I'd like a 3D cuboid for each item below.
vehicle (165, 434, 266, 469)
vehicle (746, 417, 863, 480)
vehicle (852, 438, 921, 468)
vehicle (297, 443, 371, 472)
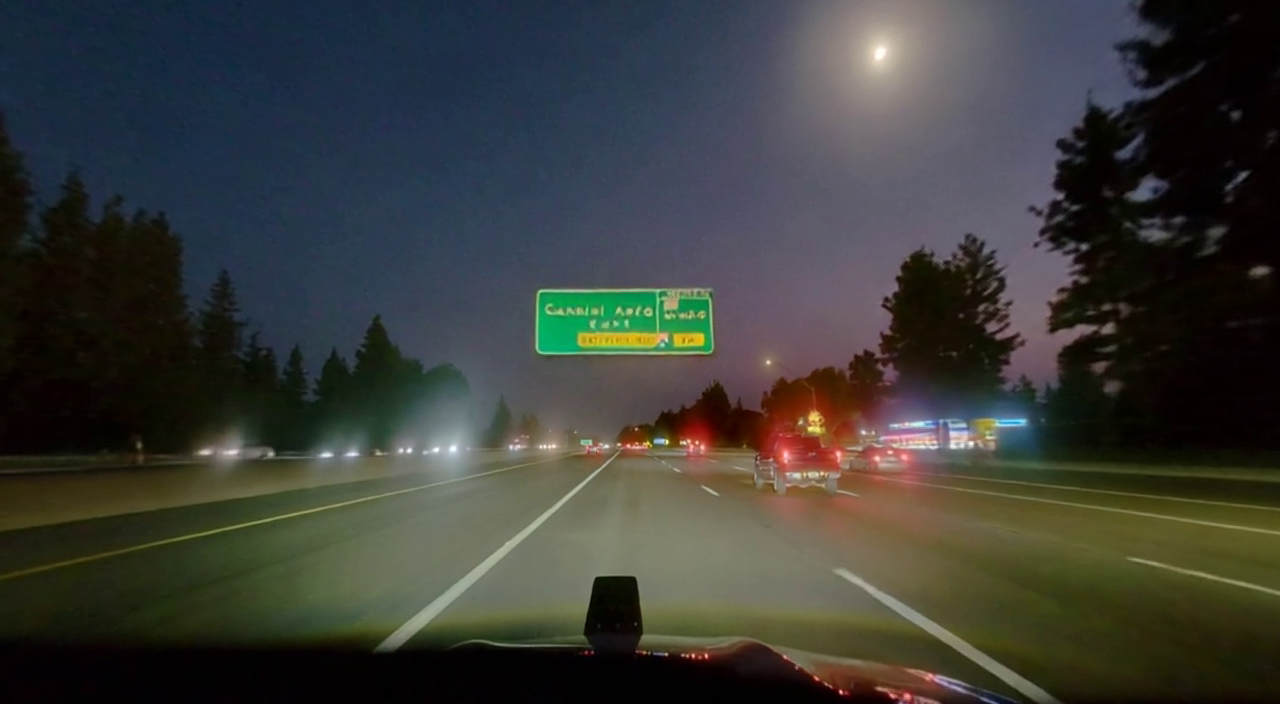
[{"bbox_3d":[-25.167,5.935,37.668,2.208,1.933,5.580,0,-8,-1],"label":"vehicle"},{"bbox_3d":[6.843,4.197,27.638,2.779,2.339,8.073,0,-8,-1],"label":"vehicle"},{"bbox_3d":[14.201,5.850,36.503,2.072,1.611,4.387,0,-8,-2],"label":"vehicle"},{"bbox_3d":[-16.625,5.741,34.492,1.816,1.481,4.478,0,-8,-1],"label":"vehicle"}]
